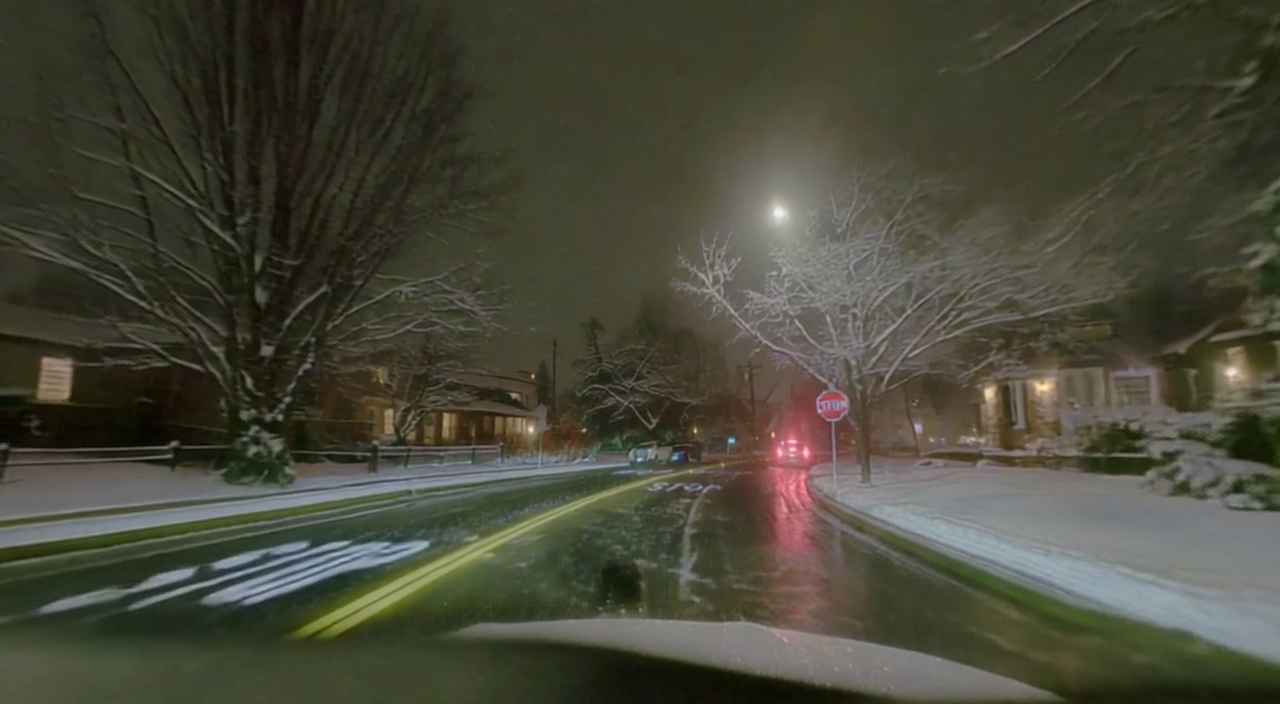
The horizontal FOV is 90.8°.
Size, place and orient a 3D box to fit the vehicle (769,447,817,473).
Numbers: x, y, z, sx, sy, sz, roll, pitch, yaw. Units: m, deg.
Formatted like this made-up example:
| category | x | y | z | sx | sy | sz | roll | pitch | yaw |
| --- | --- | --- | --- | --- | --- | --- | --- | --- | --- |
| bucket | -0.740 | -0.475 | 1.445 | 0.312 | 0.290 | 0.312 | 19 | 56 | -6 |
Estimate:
| category | x | y | z | sx | sy | sz | roll | pitch | yaw |
| --- | --- | --- | --- | --- | --- | --- | --- | --- | --- |
| vehicle | 9.287 | 6.464 | 38.039 | 2.045 | 1.478 | 4.914 | -4 | -9 | 21 |

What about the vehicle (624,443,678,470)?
| category | x | y | z | sx | sy | sz | roll | pitch | yaw |
| --- | --- | --- | --- | --- | --- | --- | --- | --- | --- |
| vehicle | 0.826 | 7.161 | 43.379 | 2.030 | 1.696 | 4.828 | -4 | -10 | 24 |
